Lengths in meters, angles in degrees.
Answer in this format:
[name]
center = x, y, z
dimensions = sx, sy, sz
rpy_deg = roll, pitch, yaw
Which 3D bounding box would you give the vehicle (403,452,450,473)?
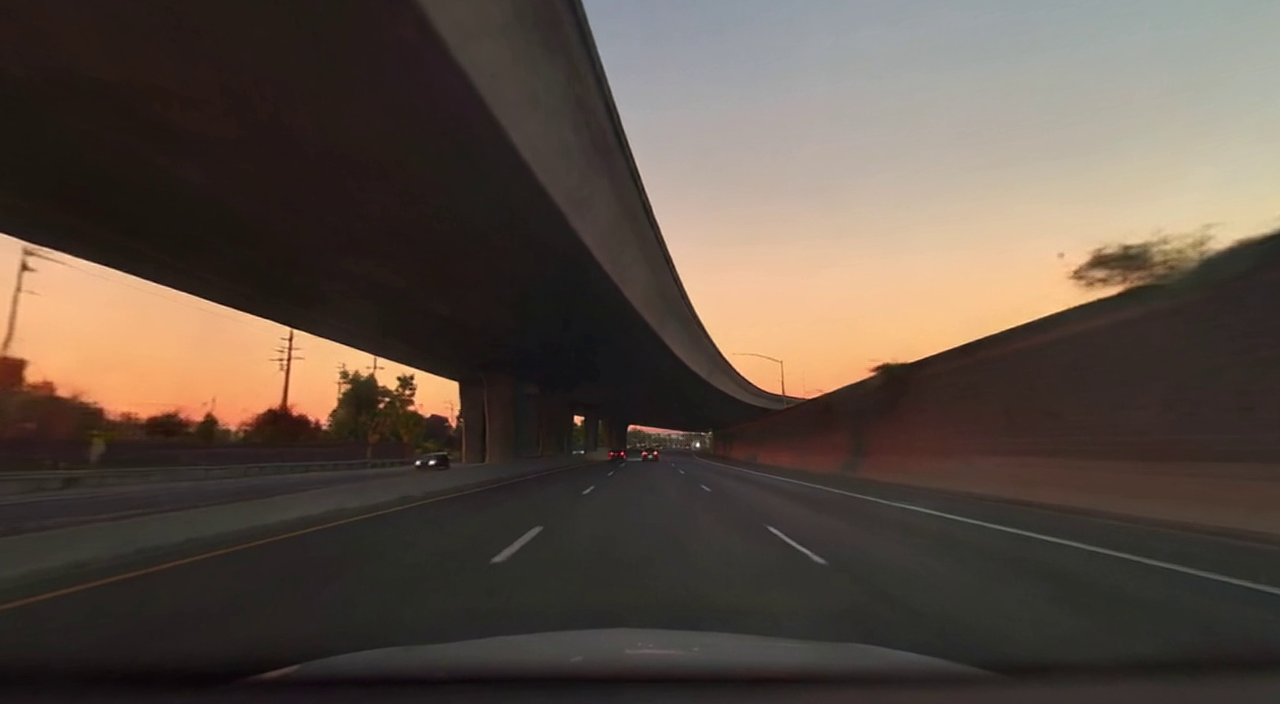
[vehicle]
center = -16.545, 8.570, 48.912
dimensions = 1.924, 1.472, 4.644
rpy_deg = -1, -9, 1
